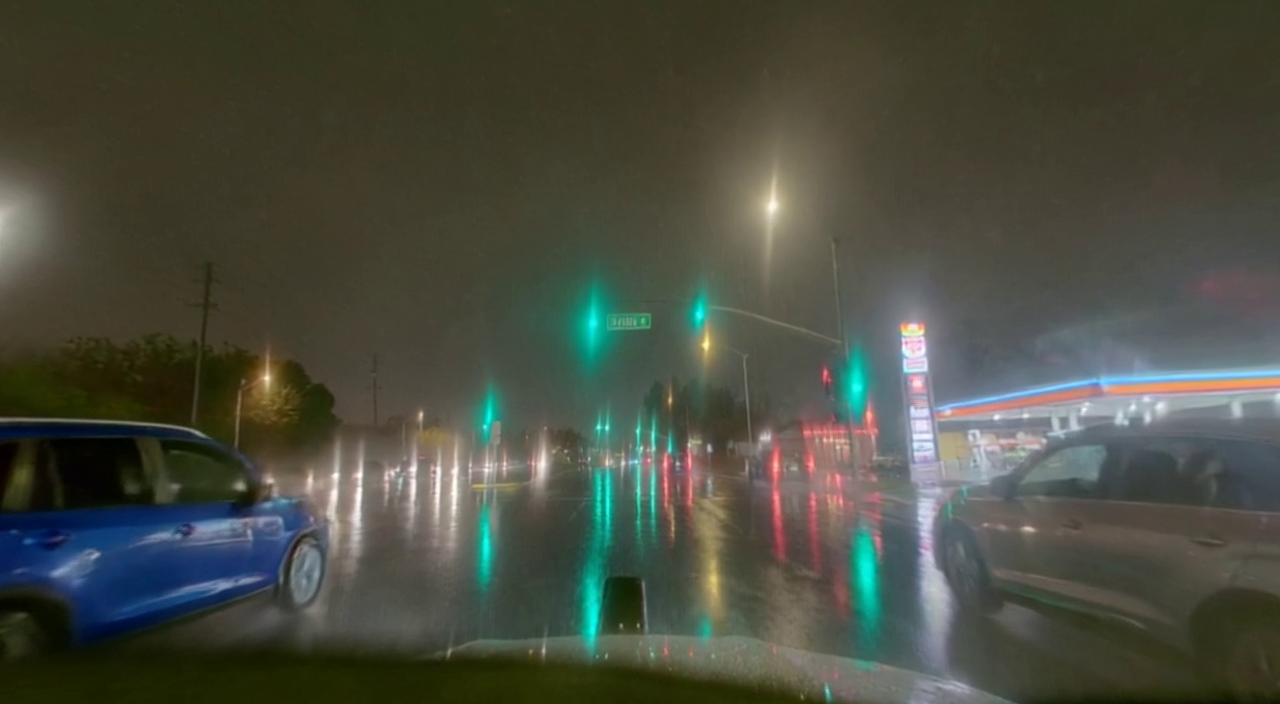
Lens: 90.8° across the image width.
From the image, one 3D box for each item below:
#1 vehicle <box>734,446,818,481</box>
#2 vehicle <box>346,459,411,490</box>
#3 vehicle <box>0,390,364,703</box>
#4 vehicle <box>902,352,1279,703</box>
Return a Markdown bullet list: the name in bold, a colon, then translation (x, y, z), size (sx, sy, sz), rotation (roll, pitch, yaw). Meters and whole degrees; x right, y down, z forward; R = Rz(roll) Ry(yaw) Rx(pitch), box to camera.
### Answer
- **vehicle**: translation (7.089, 5.827, 33.475), size (2.066, 1.699, 4.419), rotation (4, -9, -25)
- **vehicle**: translation (-14.696, 6.895, 35.791), size (1.751, 1.484, 4.561), rotation (0, -8, 0)
- **vehicle**: translation (-3.706, 1.205, 4.193), size (1.935, 1.617, 4.045), rotation (0, -8, -1)
- **vehicle**: translation (3.350, 0.971, 3.212), size (2.085, 1.655, 4.459), rotation (0, -8, 0)
